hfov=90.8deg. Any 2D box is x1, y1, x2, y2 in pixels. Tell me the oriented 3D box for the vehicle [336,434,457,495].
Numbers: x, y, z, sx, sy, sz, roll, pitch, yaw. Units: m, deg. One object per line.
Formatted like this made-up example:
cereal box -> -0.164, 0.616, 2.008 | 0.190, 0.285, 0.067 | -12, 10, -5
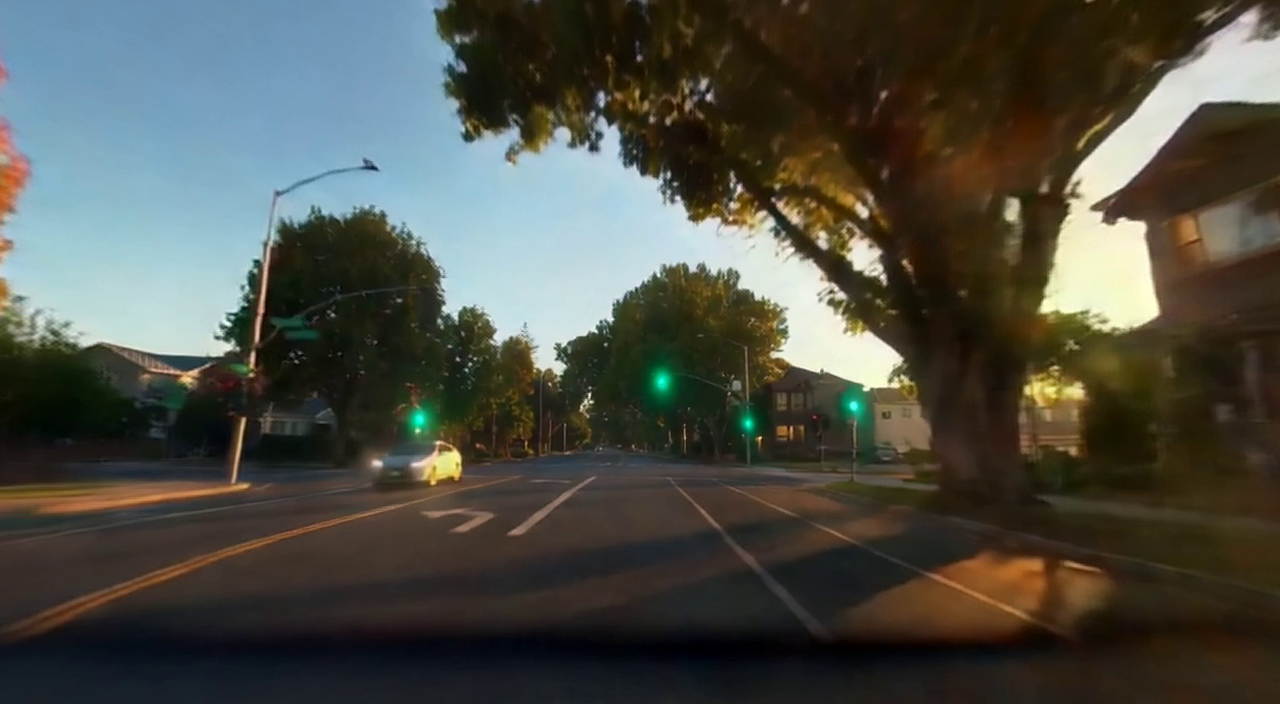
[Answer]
vehicle -> -7.637, 3.554, 20.375 | 2.091, 1.727, 4.413 | 0, -8, 1
